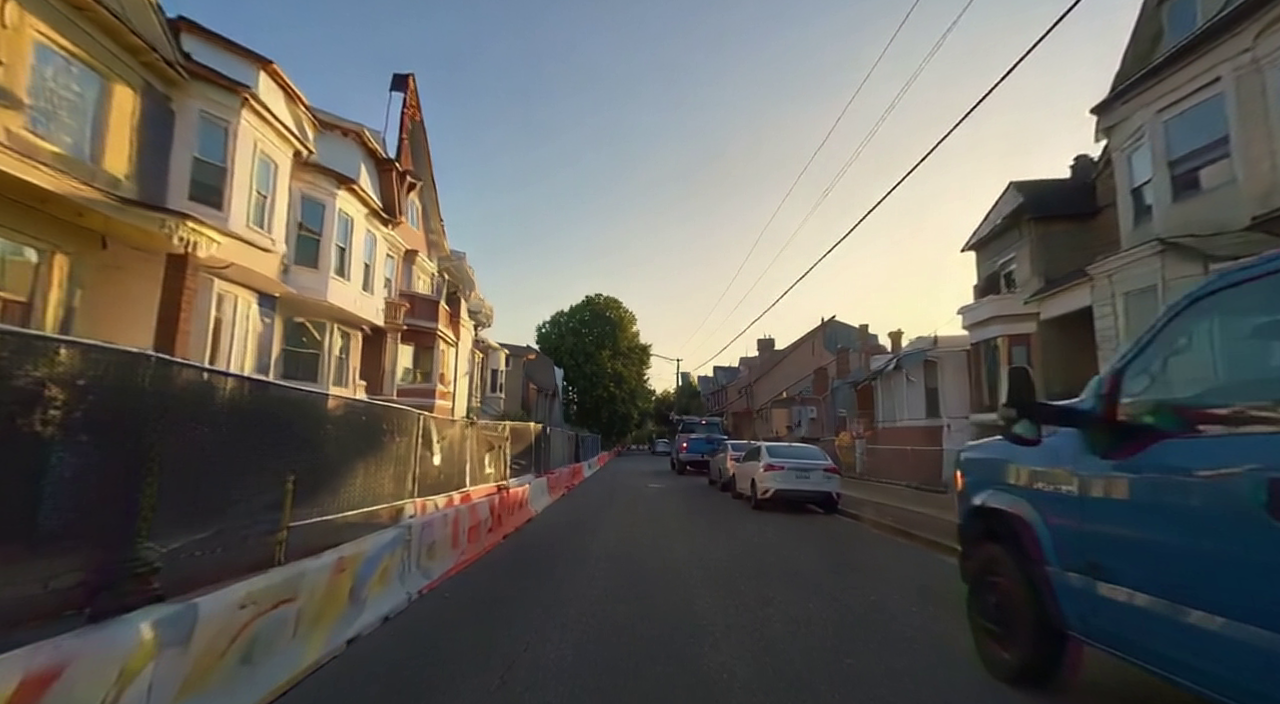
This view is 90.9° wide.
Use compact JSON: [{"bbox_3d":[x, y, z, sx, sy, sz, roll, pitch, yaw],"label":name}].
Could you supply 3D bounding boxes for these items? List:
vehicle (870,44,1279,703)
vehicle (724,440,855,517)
[{"bbox_3d":[3.201,0.404,2.056,2.483,2.644,5.972,0,-8,-1],"label":"vehicle"},{"bbox_3d":[3.143,2.720,14.163,1.805,1.436,4.201,0,-8,-1],"label":"vehicle"}]
